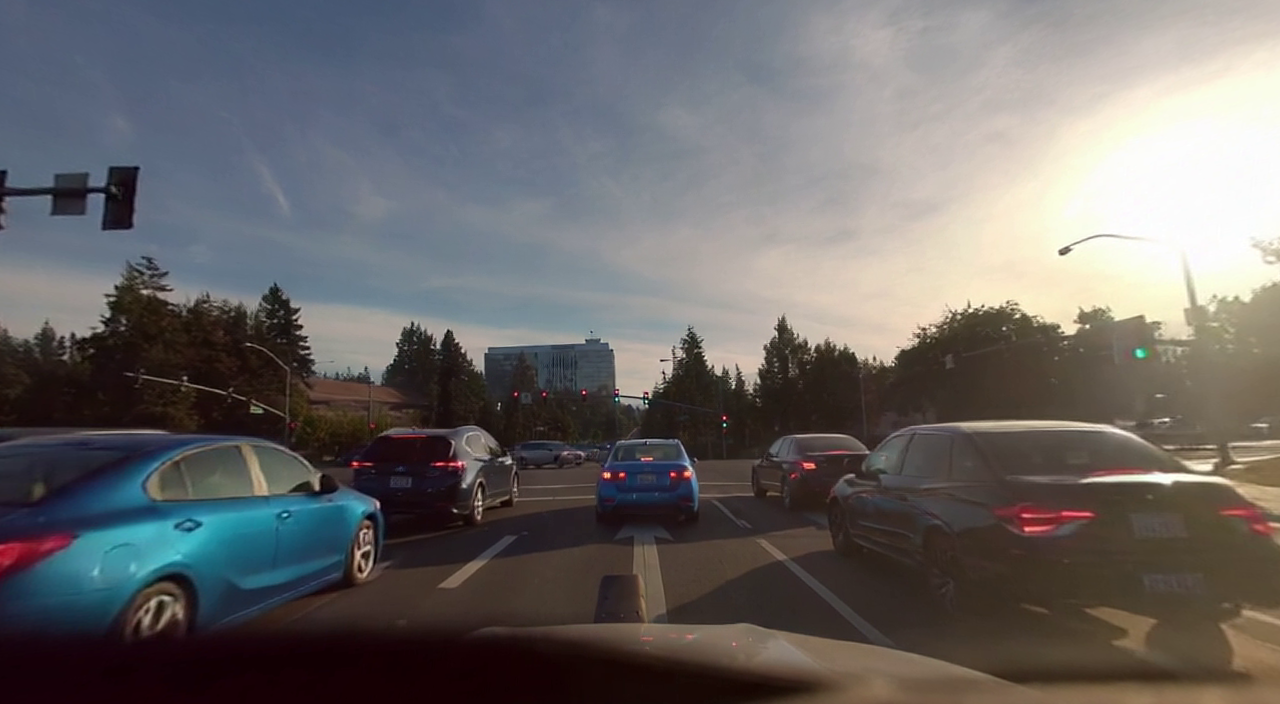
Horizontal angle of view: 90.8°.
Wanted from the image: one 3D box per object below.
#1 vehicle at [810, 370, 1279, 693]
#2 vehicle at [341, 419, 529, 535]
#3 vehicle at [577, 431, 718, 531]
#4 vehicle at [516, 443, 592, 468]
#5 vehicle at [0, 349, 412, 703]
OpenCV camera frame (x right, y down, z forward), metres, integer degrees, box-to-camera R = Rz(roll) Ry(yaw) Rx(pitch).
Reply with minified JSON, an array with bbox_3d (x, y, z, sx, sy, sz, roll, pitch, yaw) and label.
[{"bbox_3d":[3.238,1.262,5.560,2.178,1.691,4.314,0,-9,-1],"label":"vehicle"},{"bbox_3d":[-3.415,2.177,11.518,1.958,1.693,4.242,0,-9,0],"label":"vehicle"},{"bbox_3d":[0.053,2.247,11.589,2.114,1.482,4.056,0,-9,-2],"label":"vehicle"},{"bbox_3d":[-5.437,6.424,39.464,4.791,1.453,2.046,-8,-12,41],"label":"vehicle"},{"bbox_3d":[-3.374,1.109,4.193,2.034,1.655,4.465,0,-9,0],"label":"vehicle"}]
